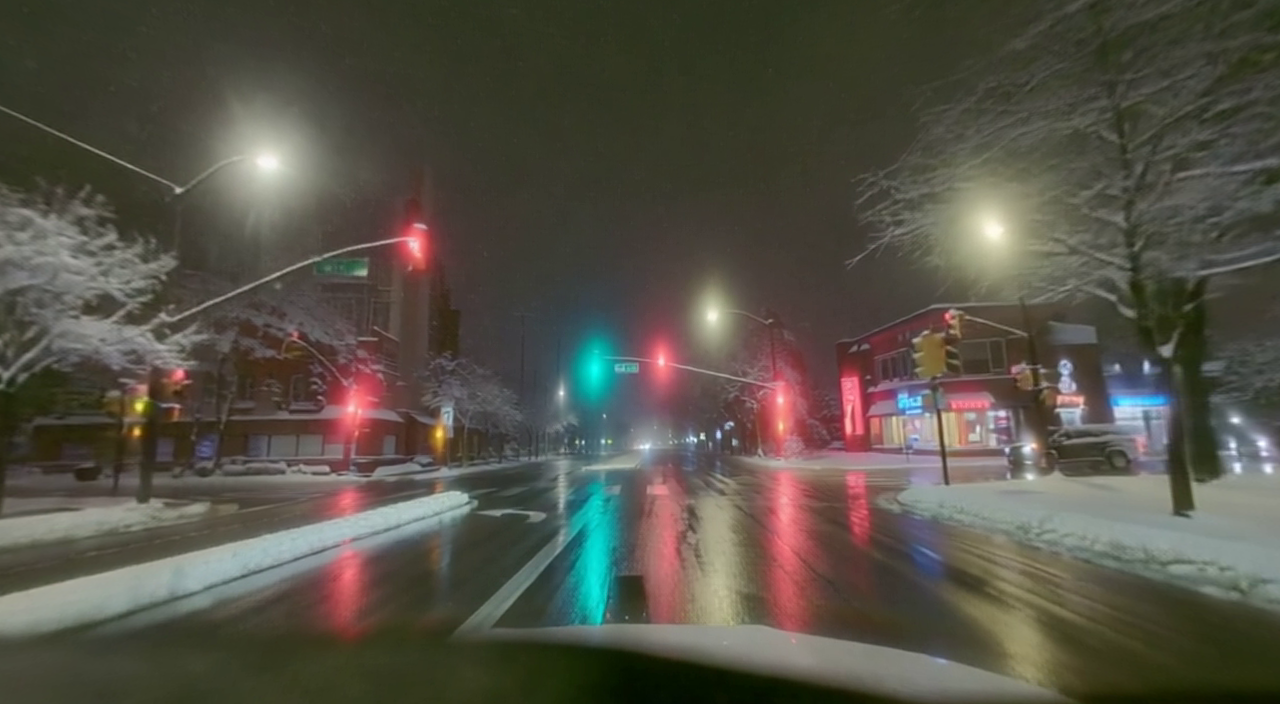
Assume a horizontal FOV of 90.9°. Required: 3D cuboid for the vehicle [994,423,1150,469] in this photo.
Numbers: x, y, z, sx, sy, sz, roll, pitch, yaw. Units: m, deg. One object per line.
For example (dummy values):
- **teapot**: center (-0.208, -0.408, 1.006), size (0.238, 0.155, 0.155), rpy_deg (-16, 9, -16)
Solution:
- **vehicle**: center (17.505, 3.835, 25.750), size (4.836, 1.795, 1.957), rpy_deg (-1, -8, 1)
